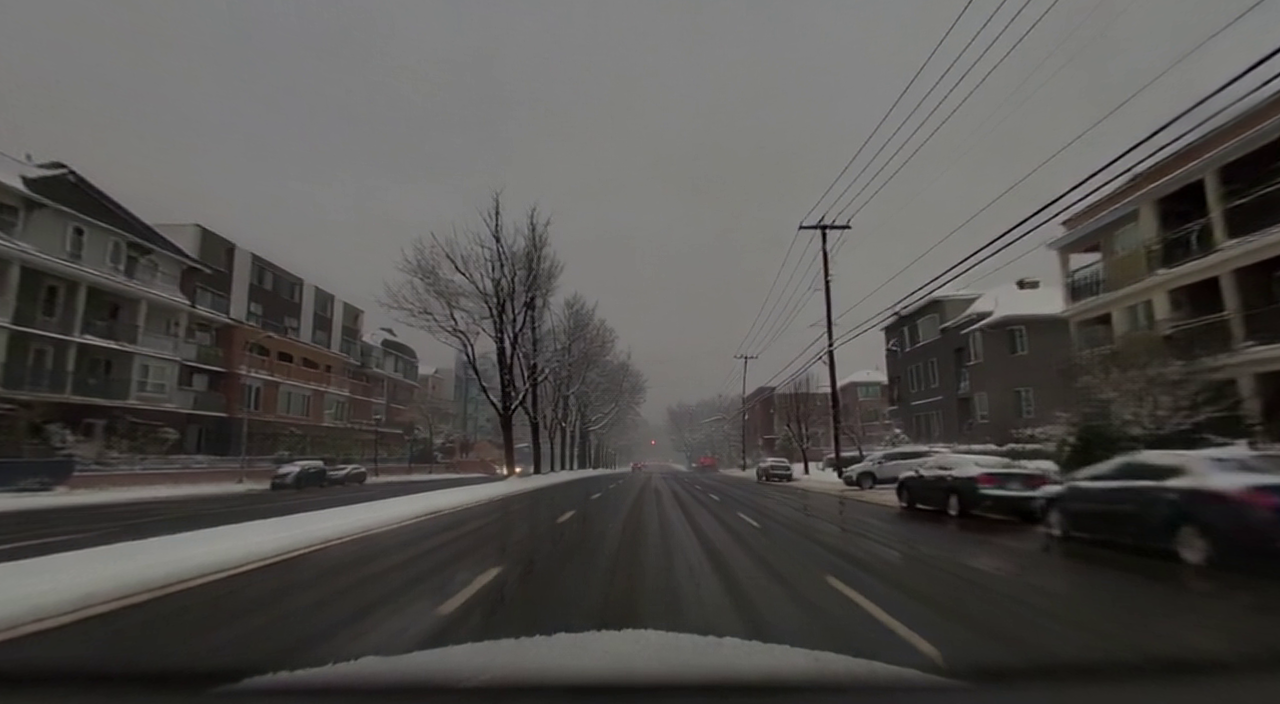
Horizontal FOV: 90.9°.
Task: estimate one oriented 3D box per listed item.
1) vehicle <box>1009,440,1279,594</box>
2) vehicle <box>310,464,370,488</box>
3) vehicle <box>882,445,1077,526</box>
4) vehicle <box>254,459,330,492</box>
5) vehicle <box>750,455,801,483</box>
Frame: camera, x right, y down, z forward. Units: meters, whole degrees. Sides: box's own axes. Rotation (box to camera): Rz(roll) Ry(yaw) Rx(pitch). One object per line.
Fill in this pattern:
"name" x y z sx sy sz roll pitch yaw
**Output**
"vehicle" 7.095 1.895 8.171 1.875 1.481 4.434 0 -8 -1
"vehicle" -21.522 8.916 45.531 1.906 1.487 4.773 0 -8 1
"vehicle" 7.216 2.830 14.039 1.927 1.494 4.362 0 -8 0
"vehicle" -21.607 7.650 39.419 1.895 1.798 4.703 -1 -8 2
"vehicle" 7.888 6.864 37.240 1.986 1.467 4.412 0 -8 -1
